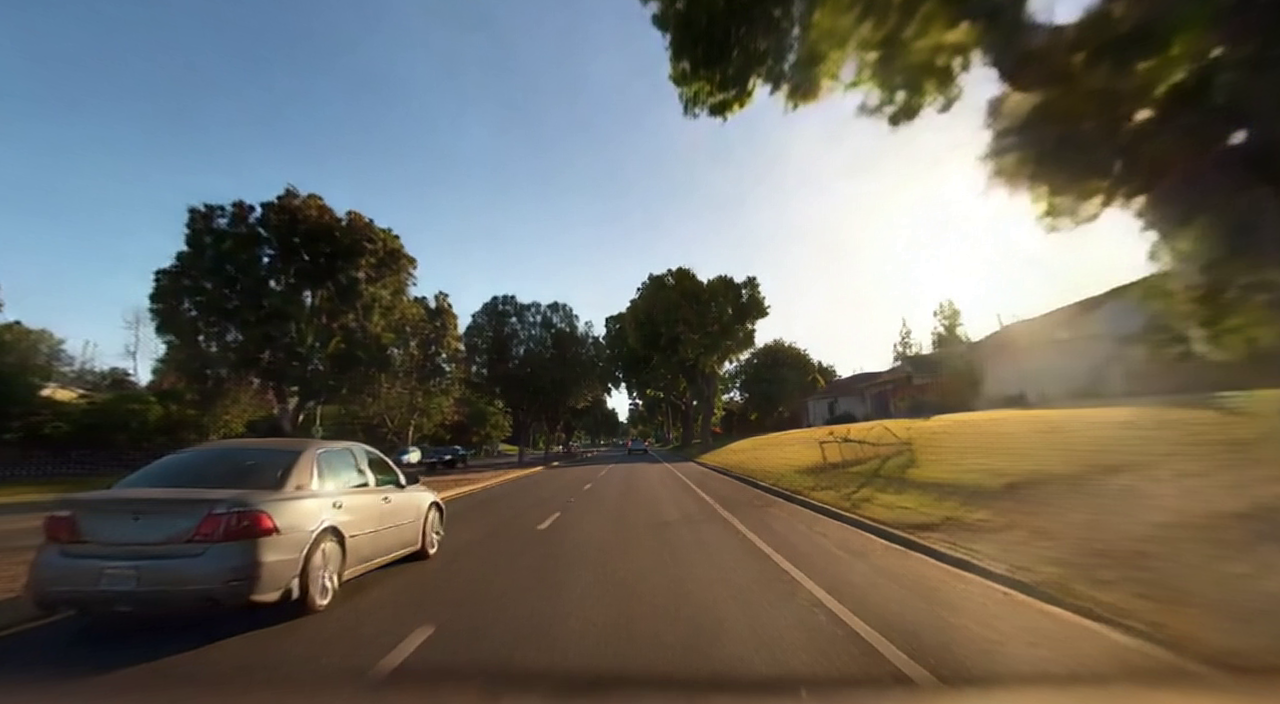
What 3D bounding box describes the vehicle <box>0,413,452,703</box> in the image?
[{"bbox_3d":[-3.307,1.364,5.218,2.020,1.478,4.890,0,-8,0],"label":"vehicle"}]
